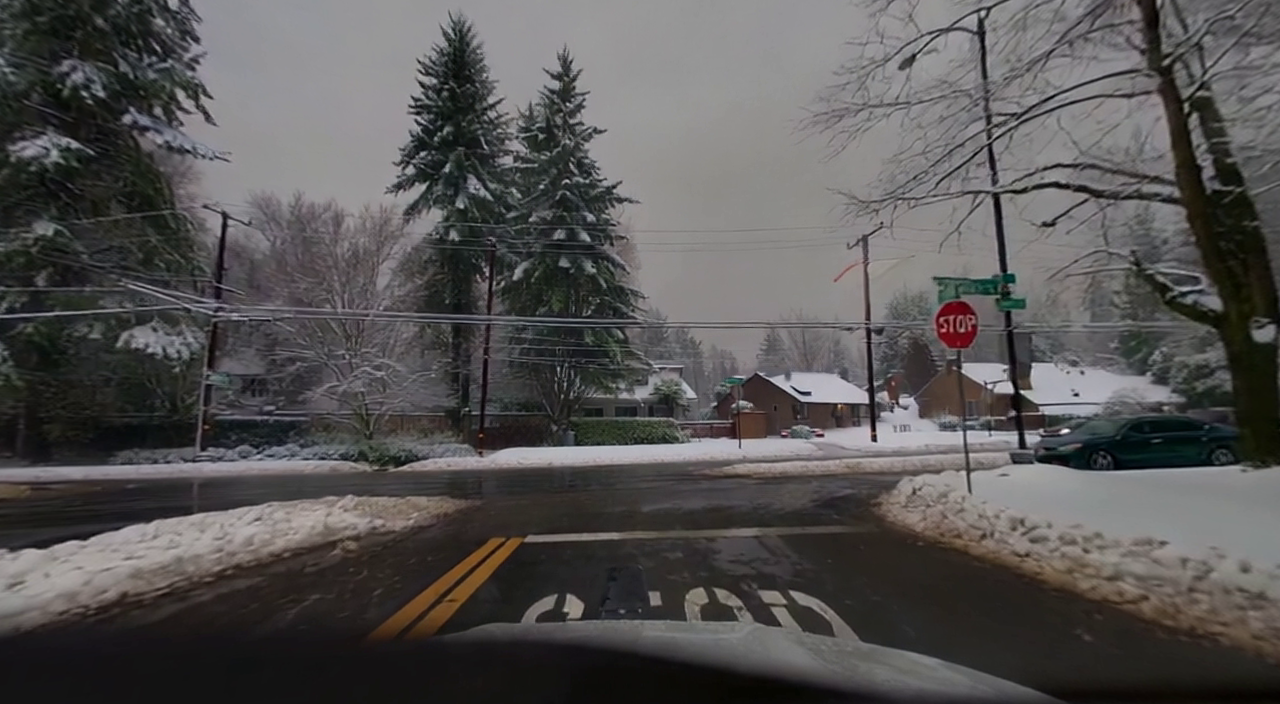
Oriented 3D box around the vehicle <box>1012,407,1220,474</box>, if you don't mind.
[{"bbox_3d":[12.862,2.412,17.253,4.208,1.685,2.014,1,-8,-8],"label":"vehicle"}]
